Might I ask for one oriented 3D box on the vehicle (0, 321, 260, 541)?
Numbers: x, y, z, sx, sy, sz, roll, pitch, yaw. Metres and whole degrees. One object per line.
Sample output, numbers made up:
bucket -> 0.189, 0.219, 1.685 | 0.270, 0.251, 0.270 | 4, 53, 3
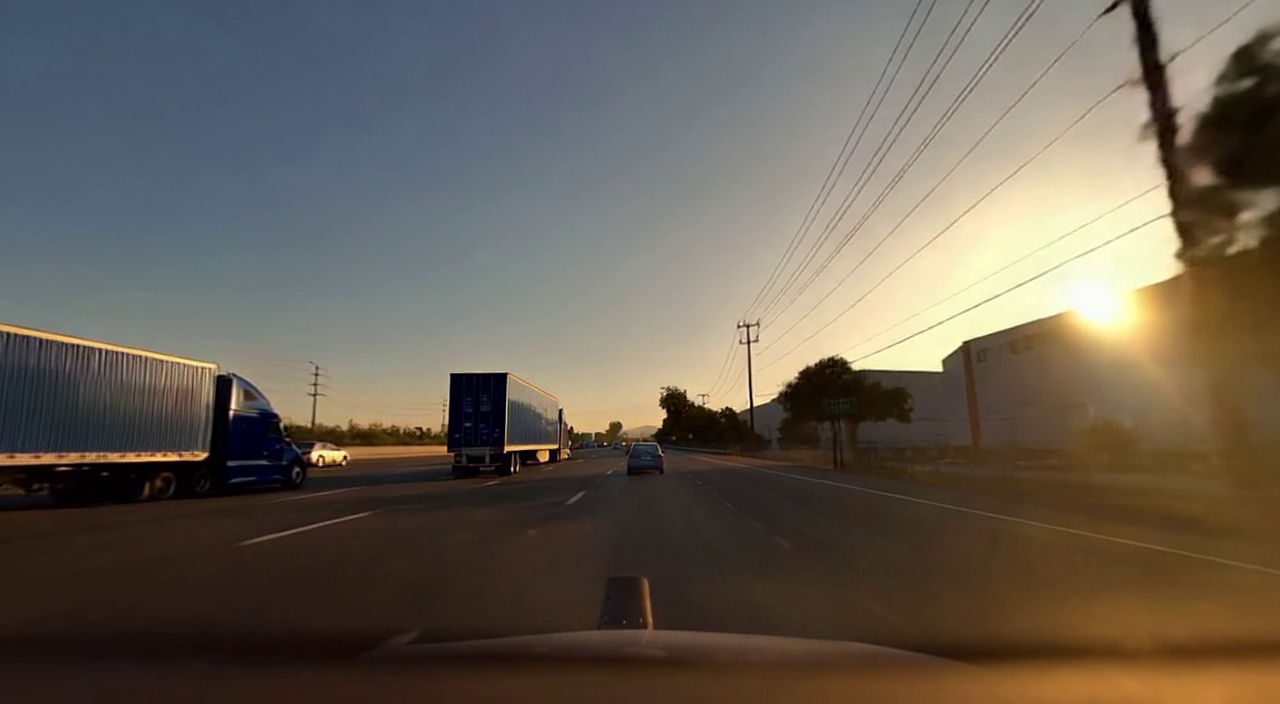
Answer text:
vehicle -> -10.689, 1.326, 10.302 | 2.896, 3.140, 9.491 | 0, -8, 1

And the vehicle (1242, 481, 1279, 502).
vehicle -> 49.930, 10.882, 49.324 | 3.977, 1.471, 1.890 | 1, -9, -9

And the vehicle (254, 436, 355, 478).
vehicle -> -14.679, 4.630, 27.954 | 1.938, 1.679, 4.469 | 0, -8, 1

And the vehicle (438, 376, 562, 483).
vehicle -> -6.319, 4.092, 31.952 | 2.907, 4.081, 15.311 | 0, -8, 0

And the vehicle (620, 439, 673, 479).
vehicle -> 0.265, 4.483, 26.602 | 2.055, 1.514, 4.323 | 0, -8, 0
